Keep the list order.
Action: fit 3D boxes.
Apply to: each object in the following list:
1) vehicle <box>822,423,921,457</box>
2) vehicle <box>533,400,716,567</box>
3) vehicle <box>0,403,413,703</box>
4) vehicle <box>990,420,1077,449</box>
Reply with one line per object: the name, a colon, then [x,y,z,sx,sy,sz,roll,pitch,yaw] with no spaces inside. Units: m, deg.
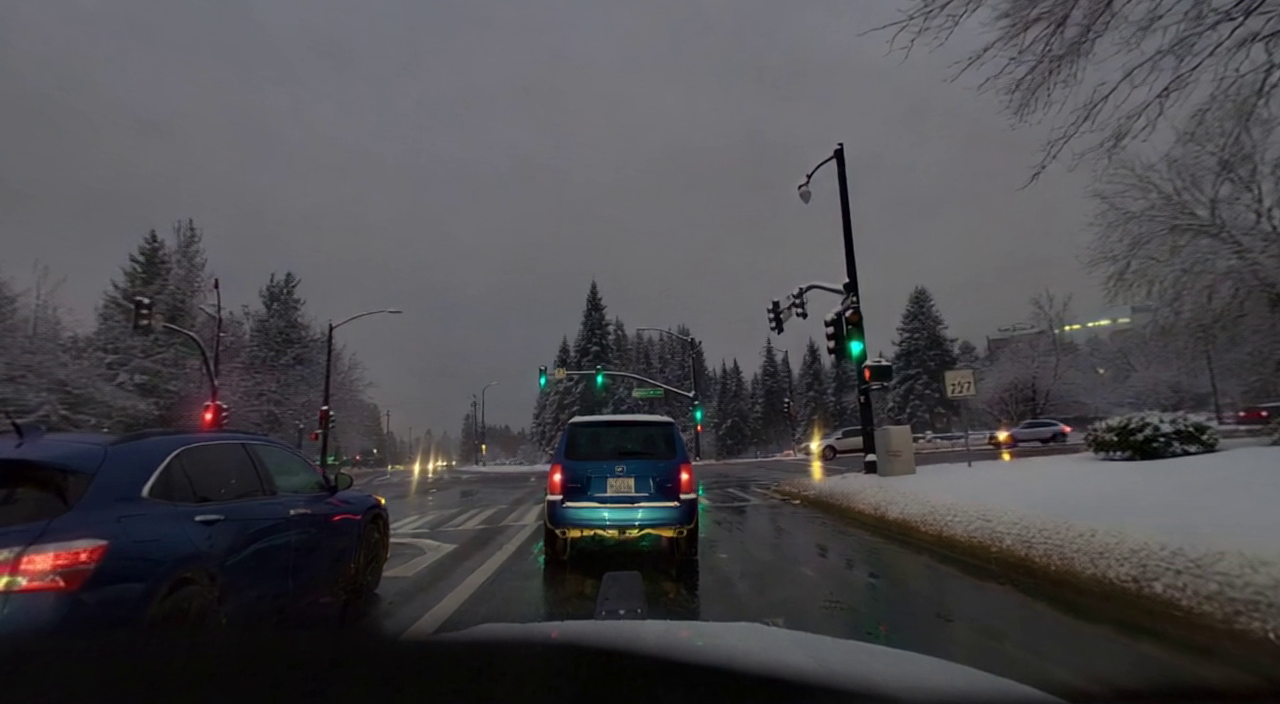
vehicle: [12.829,4.899,35.102,4.872,1.806,2.107,3,-9,-19]
vehicle: [-0.181,1.799,9.358,2.059,1.877,4.249,0,-8,0]
vehicle: [-3.380,1.266,4.553,2.011,1.527,4.008,0,-8,-1]
vehicle: [21.959,4.645,35.267,3.830,1.545,2.006,3,-9,-19]
